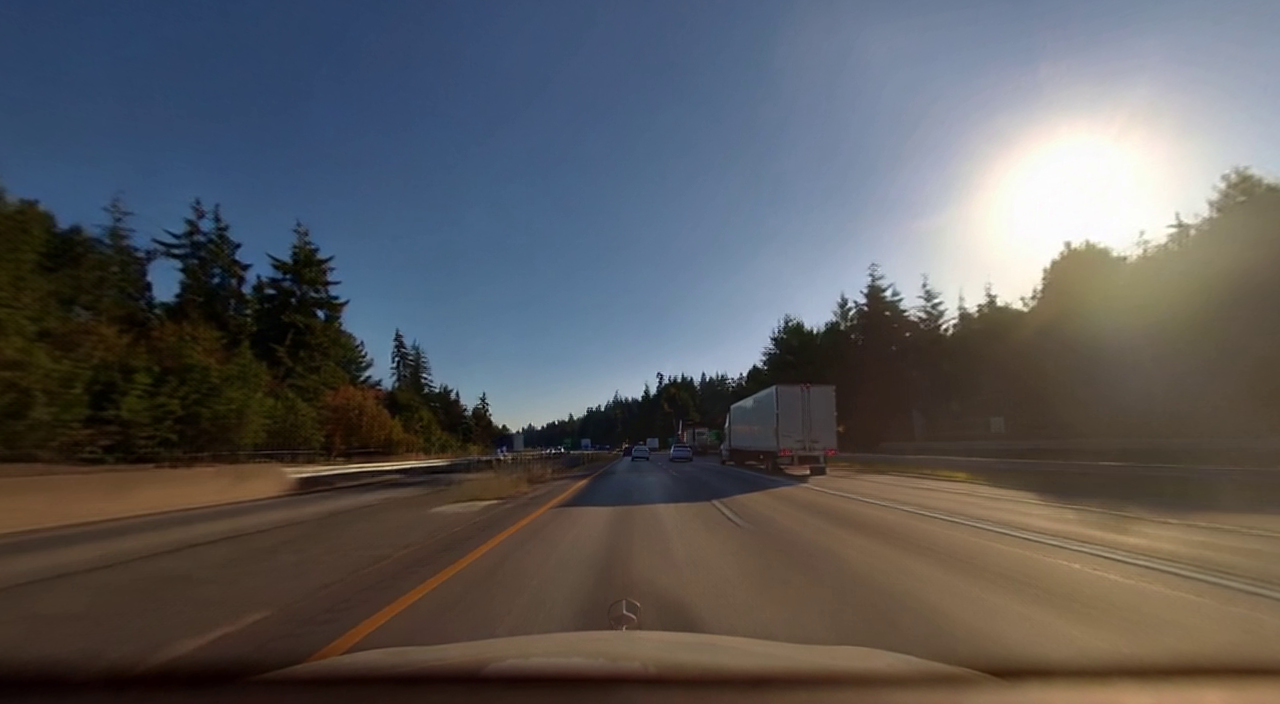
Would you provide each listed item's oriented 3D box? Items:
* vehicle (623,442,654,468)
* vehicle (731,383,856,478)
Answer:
[{"bbox_3d":[-0.088,7.321,44.891,2.114,1.706,4.106,0,-9,0],"label":"vehicle"},{"bbox_3d":[7.680,4.474,34.366,3.044,4.073,14.016,0,-9,-1],"label":"vehicle"}]
